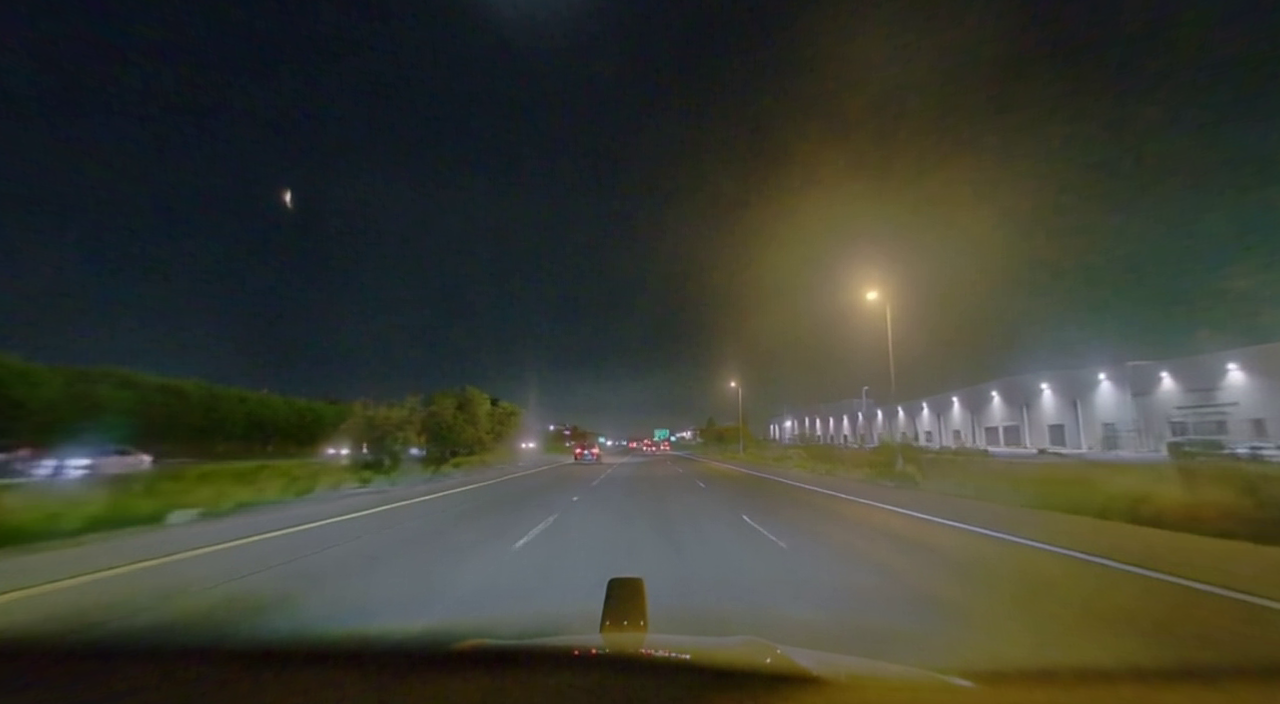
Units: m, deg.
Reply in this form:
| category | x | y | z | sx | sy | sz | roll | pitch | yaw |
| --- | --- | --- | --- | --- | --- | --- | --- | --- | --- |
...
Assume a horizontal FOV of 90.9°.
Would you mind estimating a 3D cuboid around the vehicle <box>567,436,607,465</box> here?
| category | x | y | z | sx | sy | sz | roll | pitch | yaw |
| --- | --- | --- | --- | --- | --- | --- | --- | --- | --- |
| vehicle | -3.570 | 6.751 | 43.382 | 2.218 | 1.850 | 4.774 | 0 | -8 | 1 |

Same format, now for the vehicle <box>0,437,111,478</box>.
| category | x | y | z | sx | sy | sz | roll | pitch | yaw |
| --- | --- | --- | --- | --- | --- | --- | --- | --- | --- |
| vehicle | -28.202 | 4.947 | 29.855 | 1.975 | 1.771 | 4.906 | 0 | -8 | 1 |
